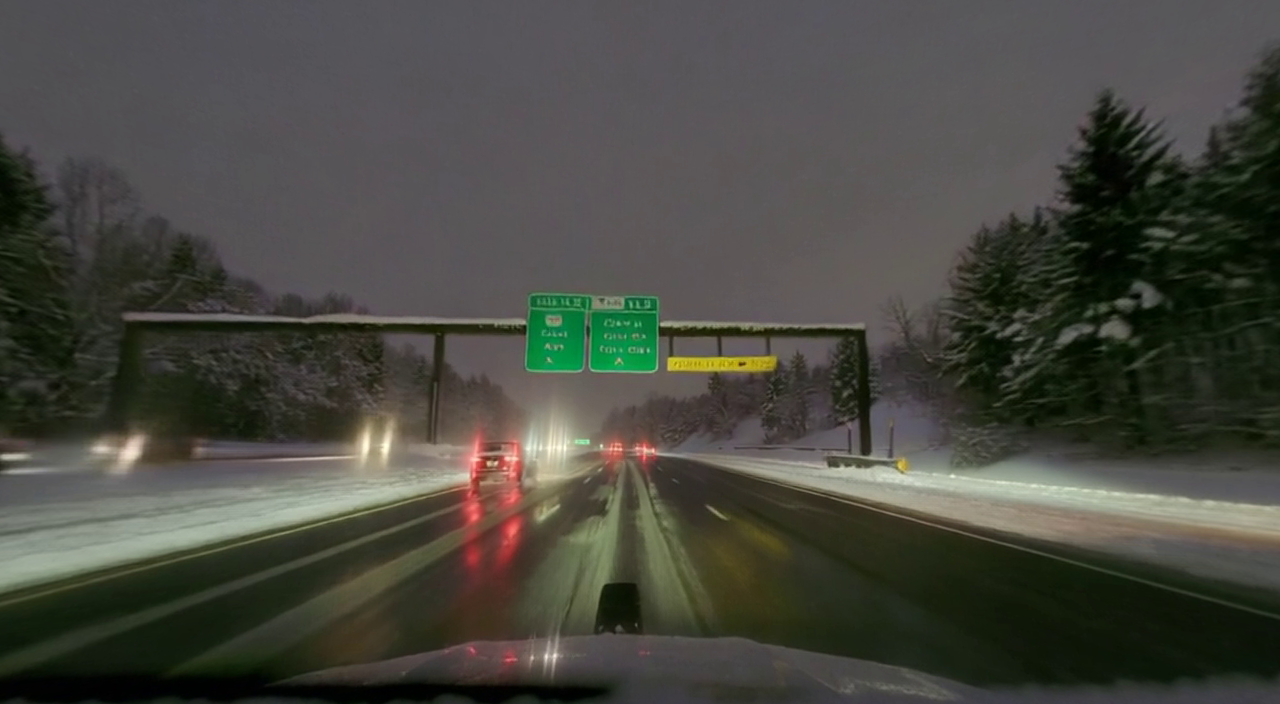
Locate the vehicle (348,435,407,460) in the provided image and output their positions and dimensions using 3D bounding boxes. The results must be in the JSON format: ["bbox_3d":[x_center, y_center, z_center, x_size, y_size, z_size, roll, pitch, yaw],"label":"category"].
[{"bbox_3d":[-17.925,6.586,43.057,1.998,1.562,5.127,0,-9,-2],"label":"vehicle"}]

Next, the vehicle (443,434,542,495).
[{"bbox_3d":[-4.294,3.338,18.901,2.071,1.615,3.868,0,-9,0],"label":"vehicle"}]

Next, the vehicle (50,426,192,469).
[{"bbox_3d":[-21.067,3.935,25.761,1.896,1.566,4.673,0,-9,-1],"label":"vehicle"}]
